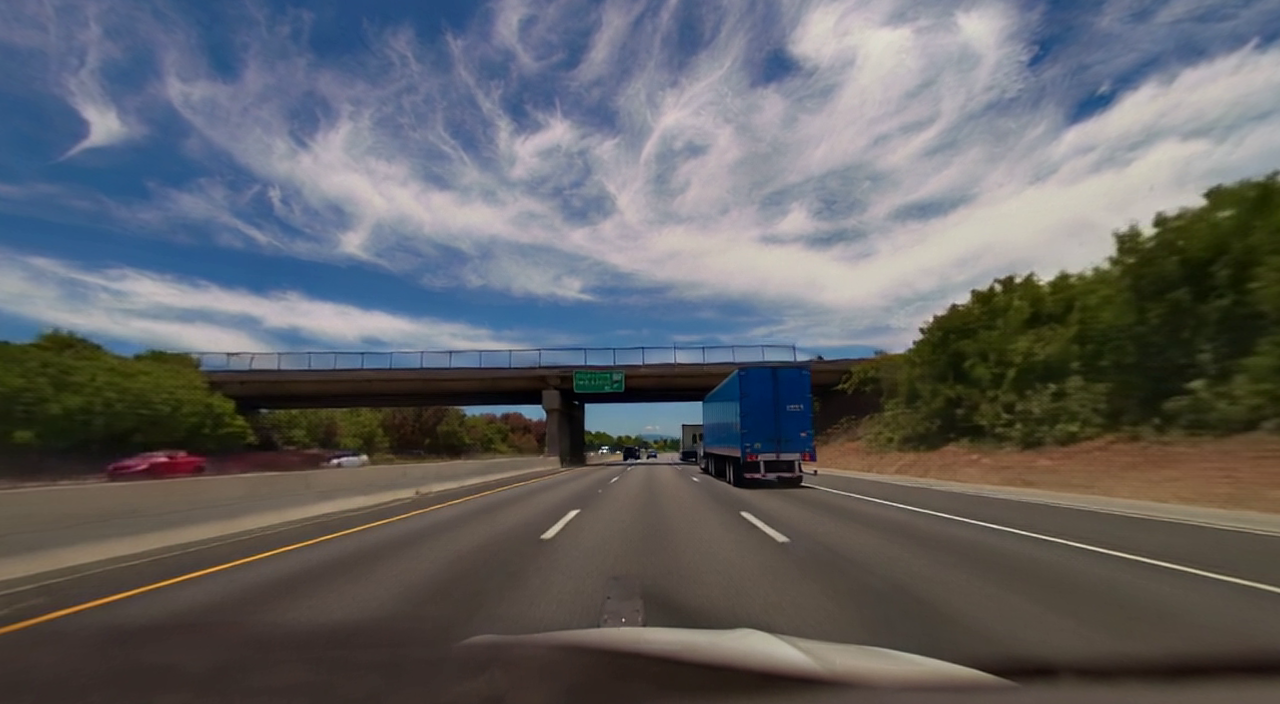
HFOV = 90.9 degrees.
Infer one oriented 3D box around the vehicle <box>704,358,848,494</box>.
[{"bbox_3d":[4.754,3.287,25.961,2.825,4.054,14.210,0,-9,0],"label":"vehicle"}]
